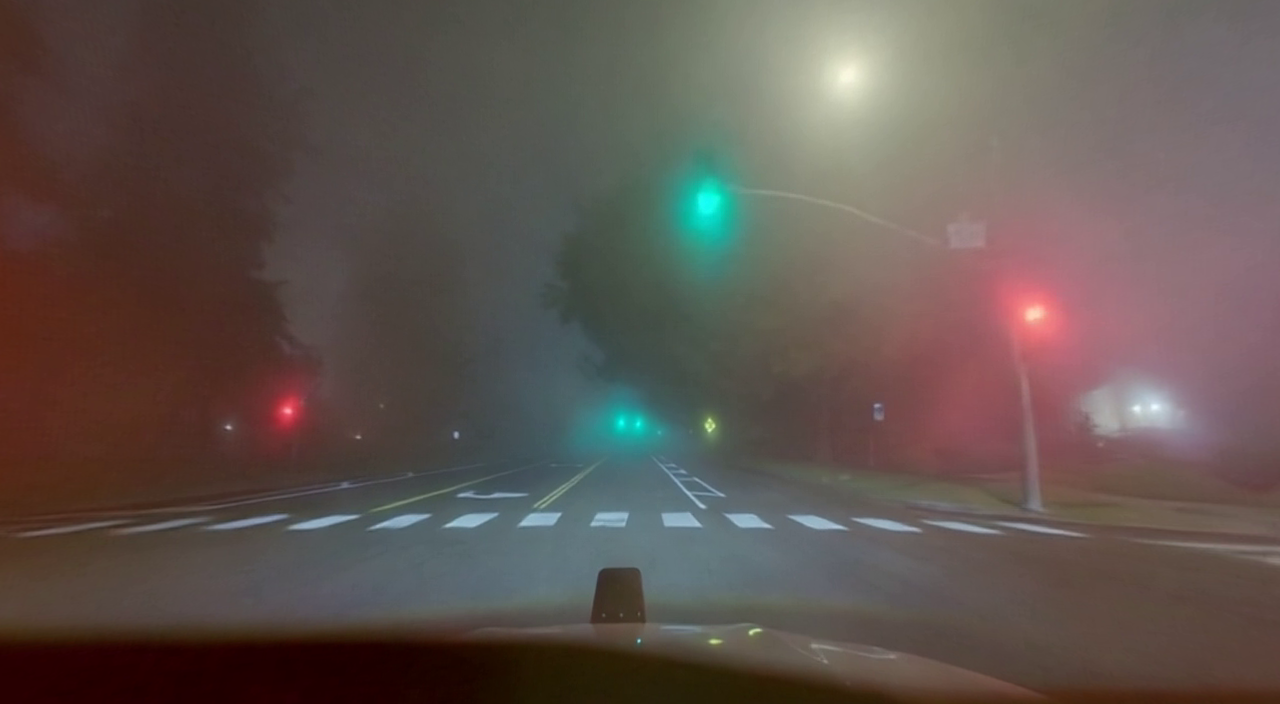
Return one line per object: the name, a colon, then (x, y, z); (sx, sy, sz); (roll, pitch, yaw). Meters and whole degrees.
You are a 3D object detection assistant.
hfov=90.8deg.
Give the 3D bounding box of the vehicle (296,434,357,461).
vehicle: (-23.824, 7.257, 48.300); (2.192, 1.901, 5.889); (1, -8, -7)
